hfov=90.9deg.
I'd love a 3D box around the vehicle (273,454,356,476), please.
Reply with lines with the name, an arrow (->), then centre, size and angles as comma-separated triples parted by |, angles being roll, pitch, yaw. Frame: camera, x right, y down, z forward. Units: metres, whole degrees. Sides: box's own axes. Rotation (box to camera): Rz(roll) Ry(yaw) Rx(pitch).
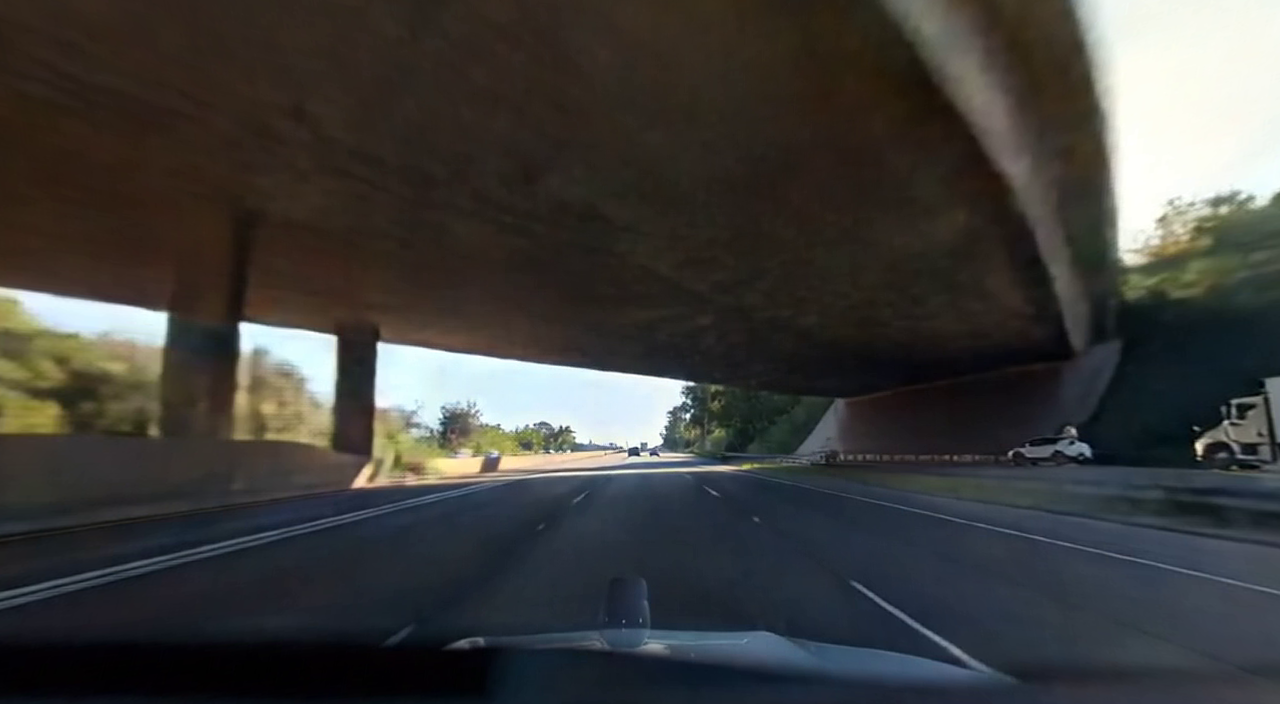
vehicle -> -16.298, 5.661, 31.782 | 2.045, 0.984, 3.862 | 0, -9, 2

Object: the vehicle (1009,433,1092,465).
vehicle -> 24.451, 5.804, 37.664 | 2.038, 1.823, 3.744 | 1, -9, -9
